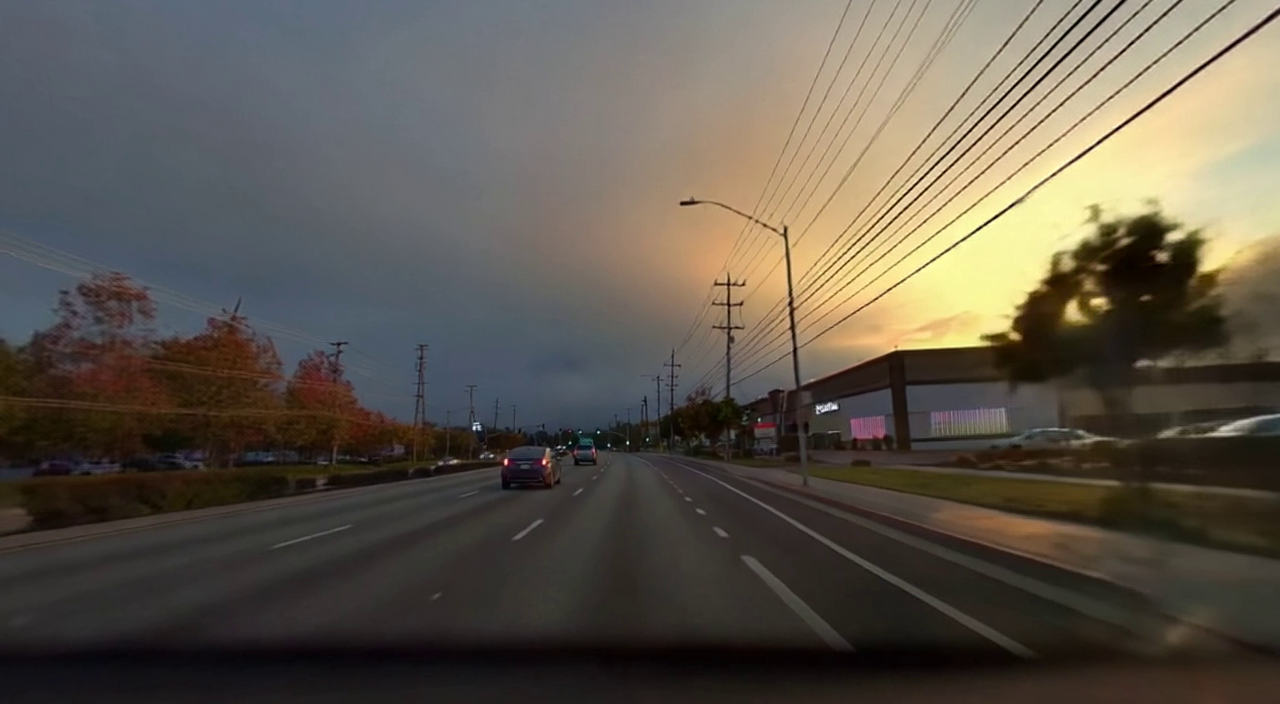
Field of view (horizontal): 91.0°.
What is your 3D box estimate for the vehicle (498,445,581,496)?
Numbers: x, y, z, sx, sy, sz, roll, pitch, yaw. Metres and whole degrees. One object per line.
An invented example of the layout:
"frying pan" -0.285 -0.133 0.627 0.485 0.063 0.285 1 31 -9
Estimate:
"vehicle" -3.136 3.812 20.643 1.942 1.469 4.426 0 -9 1
